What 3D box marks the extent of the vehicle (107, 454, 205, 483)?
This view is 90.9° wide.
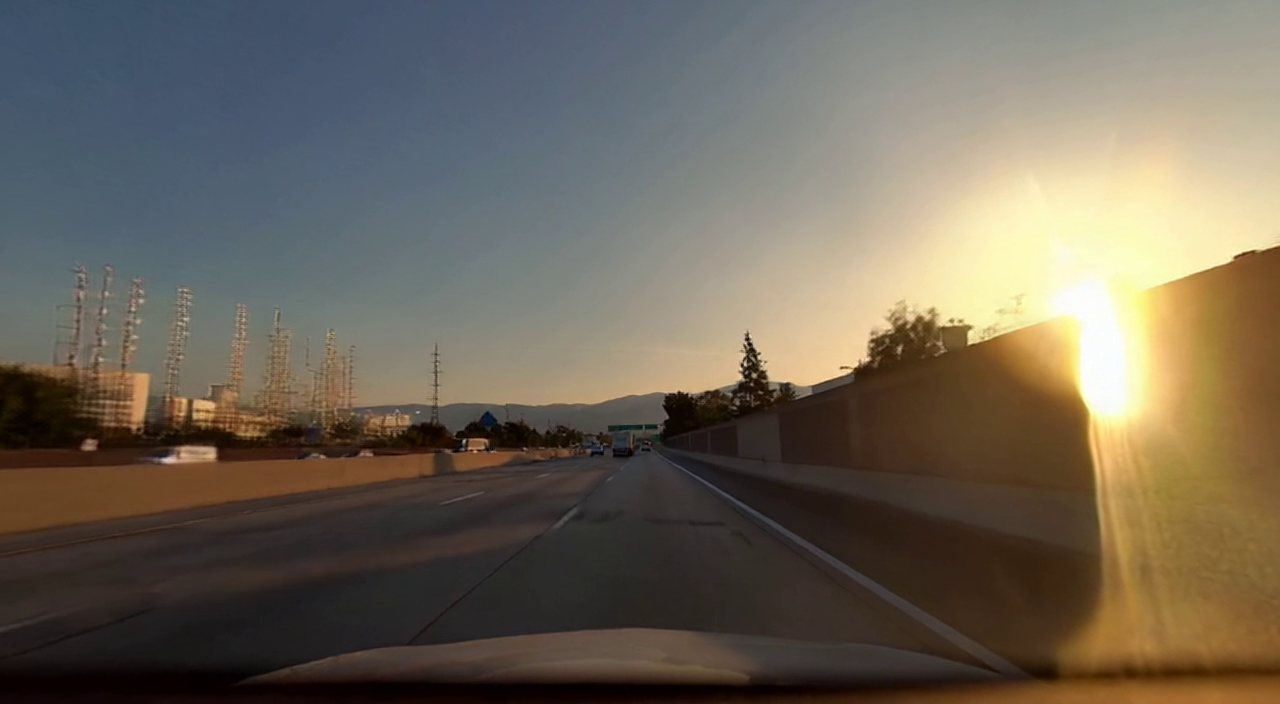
[{"bbox_3d":[-27.718,6.653,36.351,1.834,1.475,4.756,0,-8,1],"label":"vehicle"}]
